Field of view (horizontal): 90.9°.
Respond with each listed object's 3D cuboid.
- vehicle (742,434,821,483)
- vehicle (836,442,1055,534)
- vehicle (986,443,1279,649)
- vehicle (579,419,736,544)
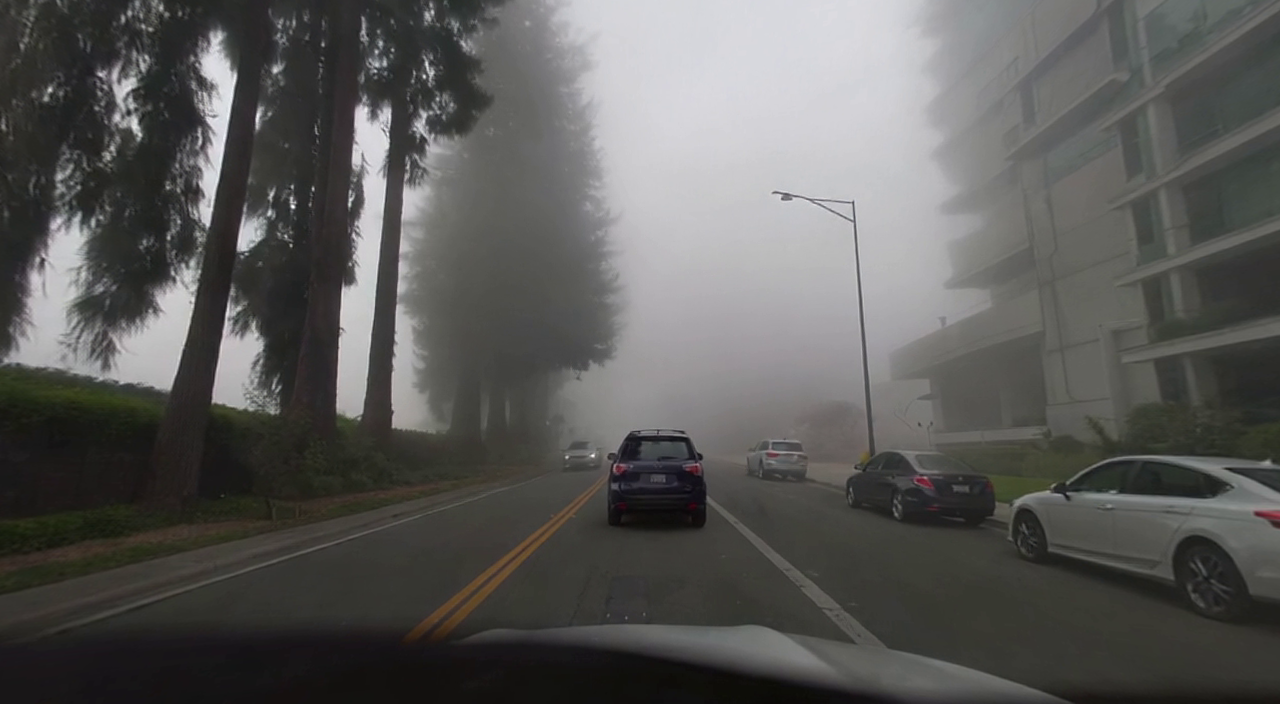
[{"bbox_3d":[5.653,4.313,25.817,2.059,1.813,4.637,0,-9,-1],"label":"vehicle"},{"bbox_3d":[5.666,2.545,12.576,1.852,1.452,4.852,0,-9,-1],"label":"vehicle"},{"bbox_3d":[5.539,1.622,6.028,1.809,1.478,4.623,0,-9,0],"label":"vehicle"},{"bbox_3d":[0.249,2.032,10.466,2.105,1.653,3.887,0,-9,1],"label":"vehicle"}]
